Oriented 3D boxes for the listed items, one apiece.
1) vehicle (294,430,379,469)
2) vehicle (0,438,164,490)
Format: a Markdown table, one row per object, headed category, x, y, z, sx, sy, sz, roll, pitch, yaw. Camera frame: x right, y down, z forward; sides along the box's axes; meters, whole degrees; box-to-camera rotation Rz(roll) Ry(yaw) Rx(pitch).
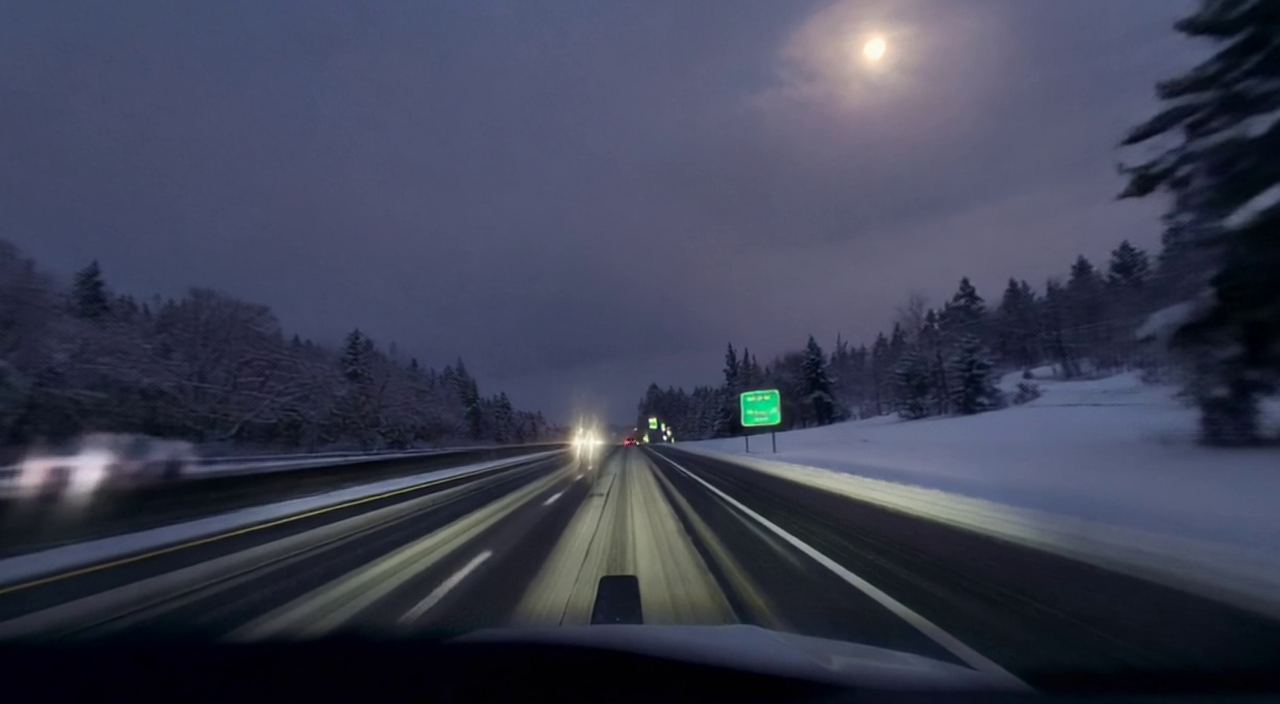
| category | x | y | z | sx | sy | sz | roll | pitch | yaw |
| --- | --- | --- | --- | --- | --- | --- | --- | --- | --- |
| vehicle | -13.513 | 4.335 | 28.373 | 1.743 | 1.614 | 4.194 | 0 | -8 | -1 |
| vehicle | -17.421 | 3.456 | 19.870 | 1.820 | 1.454 | 3.904 | 0 | -8 | -1 |
